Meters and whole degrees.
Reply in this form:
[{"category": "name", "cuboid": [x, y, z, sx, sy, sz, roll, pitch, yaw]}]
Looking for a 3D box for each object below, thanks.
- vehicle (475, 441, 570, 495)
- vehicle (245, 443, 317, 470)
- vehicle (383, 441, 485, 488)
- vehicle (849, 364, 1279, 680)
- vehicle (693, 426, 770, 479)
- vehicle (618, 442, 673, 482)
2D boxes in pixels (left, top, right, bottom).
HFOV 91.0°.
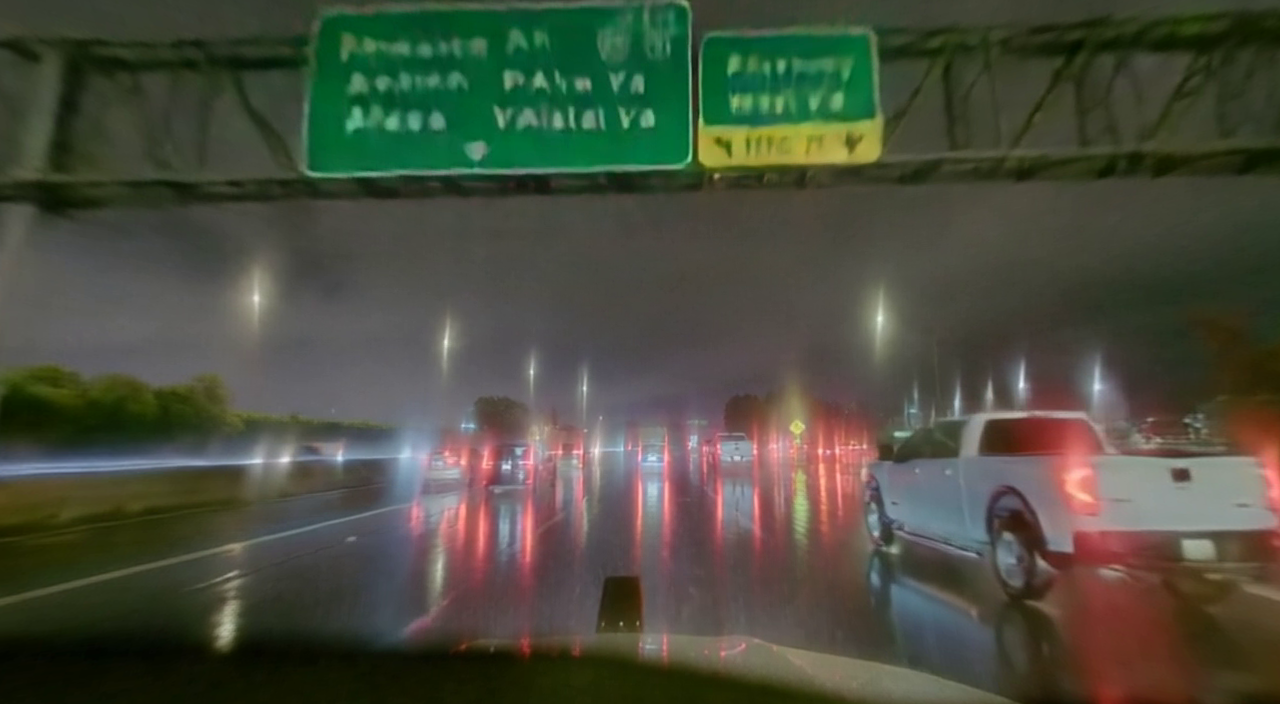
[{"category": "vehicle", "cuboid": [-3.551, 3.588, 19.869, 1.996, 1.488, 4.451, 0, -9, 2]}, {"category": "vehicle", "cuboid": [-23.150, 6.767, 40.798, 1.930, 1.620, 4.399, -1, -9, 3]}, {"category": "vehicle", "cuboid": [-7.348, 4.069, 23.022, 2.065, 1.519, 4.491, 0, -9, 2]}, {"category": "vehicle", "cuboid": [3.652, 1.273, 5.731, 2.045, 1.768, 4.249, 0, -9, 0]}, {"category": "vehicle", "cuboid": [4.035, 4.626, 29.155, 2.802, 2.151, 6.579, 0, -9, 2]}, {"category": "vehicle", "cuboid": [0.244, 4.437, 25.713, 2.071, 1.478, 4.130, 0, -9, 1]}]
